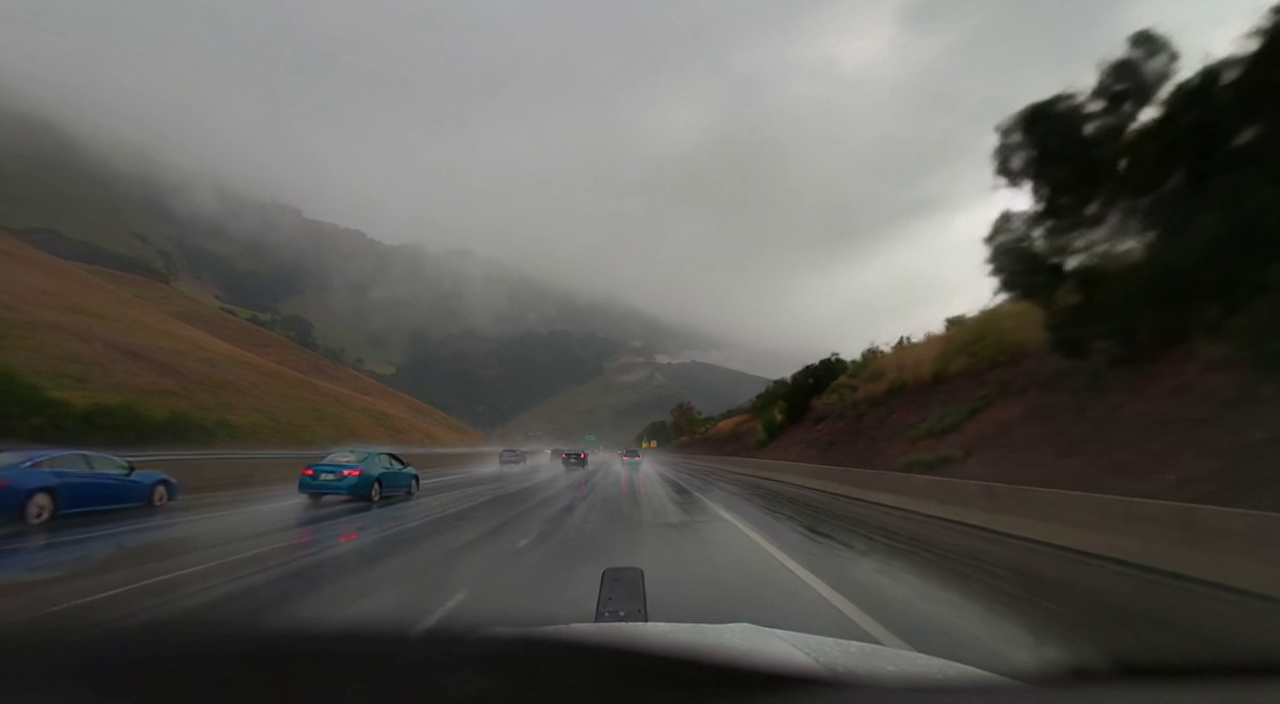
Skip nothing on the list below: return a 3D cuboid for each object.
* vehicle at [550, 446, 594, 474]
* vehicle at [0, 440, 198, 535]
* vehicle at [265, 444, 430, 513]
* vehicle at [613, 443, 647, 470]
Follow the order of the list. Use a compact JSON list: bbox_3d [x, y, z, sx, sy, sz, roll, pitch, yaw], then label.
[{"bbox_3d":[-3.921,6.319,37.166,2.144,1.505,4.649,0,-8,-1],"label":"vehicle"},{"bbox_3d":[-11.202,2.435,11.948,2.048,1.501,4.898,0,-8,1],"label":"vehicle"},{"bbox_3d":[-7.027,3.040,15.741,1.991,1.441,4.265,0,-8,1],"label":"vehicle"},{"bbox_3d":[-0.726,6.995,42.581,2.225,1.674,4.044,0,-8,-2],"label":"vehicle"}]
